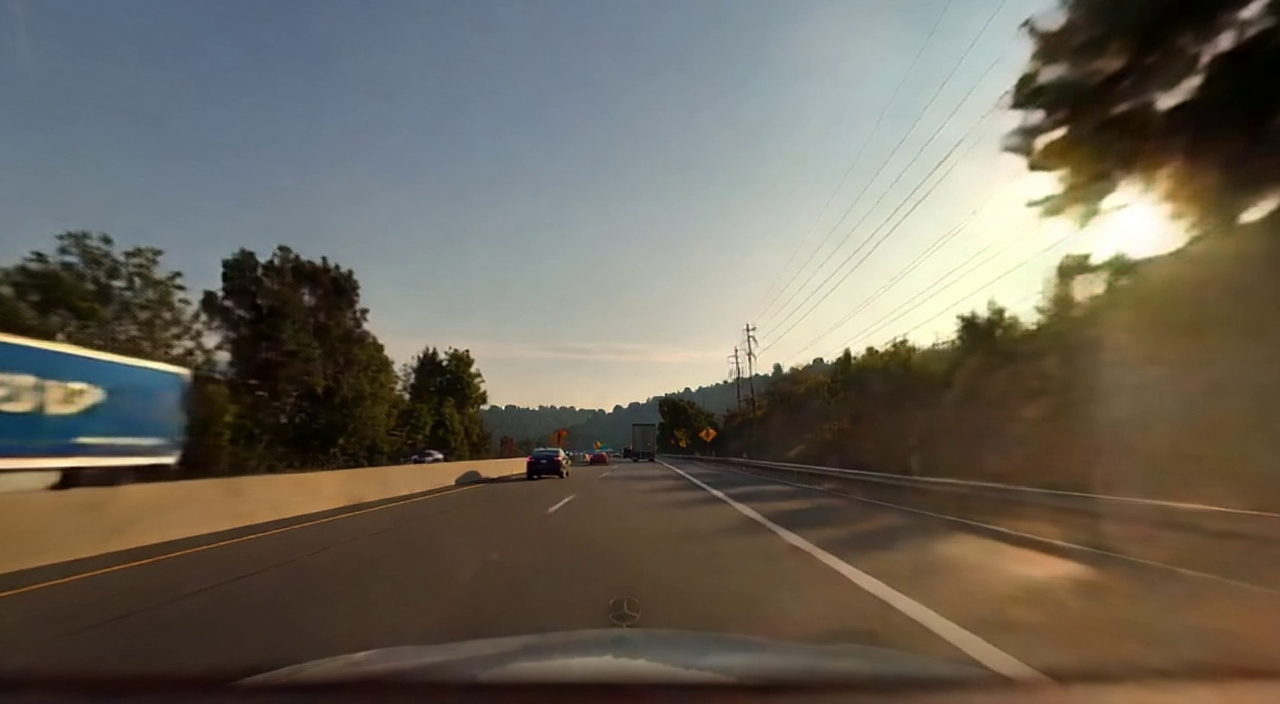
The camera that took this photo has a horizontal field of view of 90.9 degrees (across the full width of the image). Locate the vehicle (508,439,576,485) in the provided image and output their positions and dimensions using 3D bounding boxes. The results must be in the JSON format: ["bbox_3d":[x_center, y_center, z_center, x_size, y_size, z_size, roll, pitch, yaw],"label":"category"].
[{"bbox_3d":[-3.933,4.507,26.049,2.111,1.735,4.066,0,-9,0],"label":"vehicle"}]

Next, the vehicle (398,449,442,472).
[{"bbox_3d":[-15.932,7.884,45.844,1.827,1.579,3.858,0,-9,-1],"label":"vehicle"}]

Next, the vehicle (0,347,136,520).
[{"bbox_3d":[-16.674,1.192,10.051,3.467,3.980,16.803,0,-9,0],"label":"vehicle"}]
